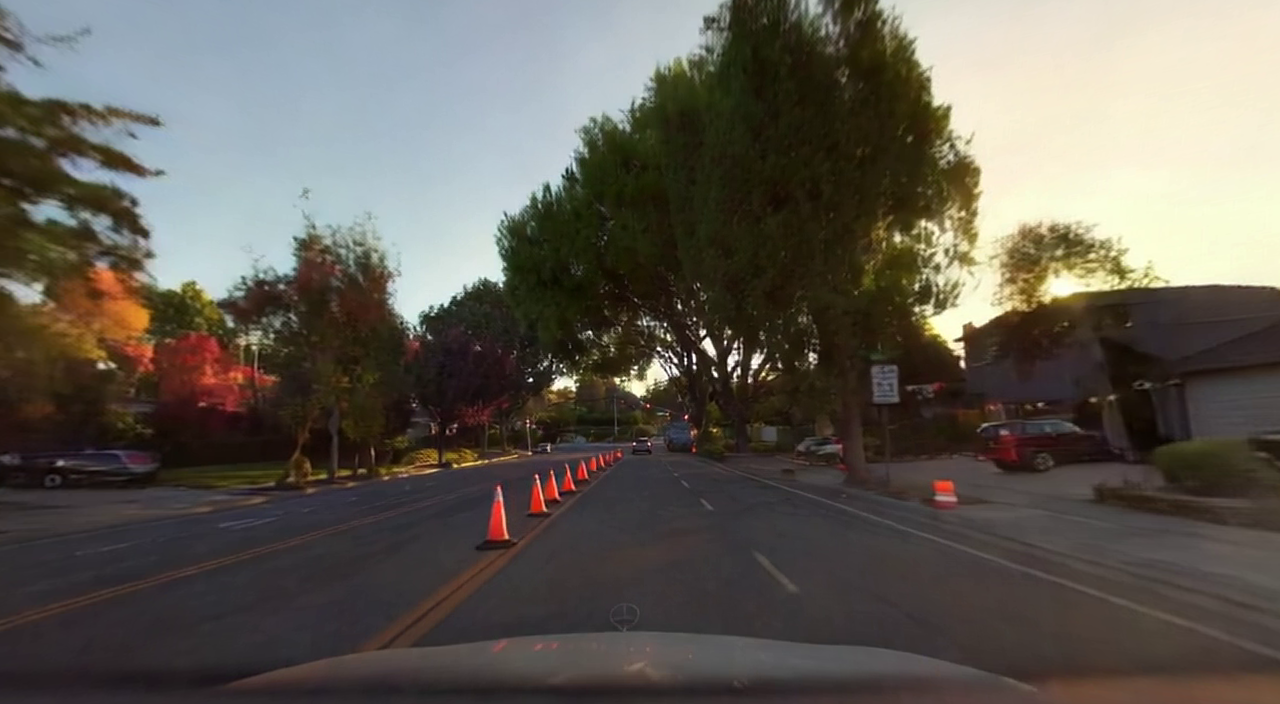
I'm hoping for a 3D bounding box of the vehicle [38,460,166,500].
[{"bbox_3d":[-23.425,5.569,27.632,1.952,1.511,4.147,0,-9,-1],"label":"vehicle"}]

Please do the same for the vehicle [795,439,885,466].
[{"bbox_3d":[11.122,5.601,35.250,4.463,1.466,1.813,-1,-8,5],"label":"vehicle"}]
